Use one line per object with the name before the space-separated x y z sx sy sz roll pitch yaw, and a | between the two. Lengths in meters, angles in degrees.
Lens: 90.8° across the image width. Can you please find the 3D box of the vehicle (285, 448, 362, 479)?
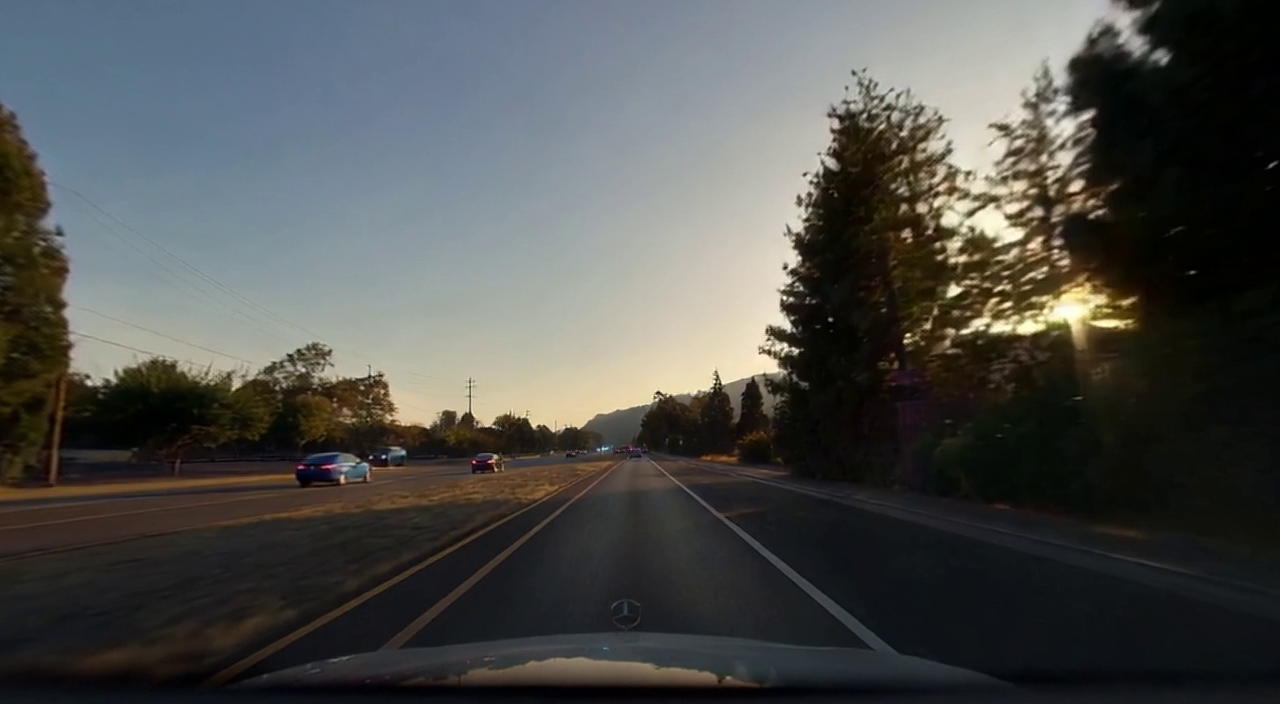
vehicle | -16.894 5.941 33.920 1.955 1.533 4.097 0 -9 0
